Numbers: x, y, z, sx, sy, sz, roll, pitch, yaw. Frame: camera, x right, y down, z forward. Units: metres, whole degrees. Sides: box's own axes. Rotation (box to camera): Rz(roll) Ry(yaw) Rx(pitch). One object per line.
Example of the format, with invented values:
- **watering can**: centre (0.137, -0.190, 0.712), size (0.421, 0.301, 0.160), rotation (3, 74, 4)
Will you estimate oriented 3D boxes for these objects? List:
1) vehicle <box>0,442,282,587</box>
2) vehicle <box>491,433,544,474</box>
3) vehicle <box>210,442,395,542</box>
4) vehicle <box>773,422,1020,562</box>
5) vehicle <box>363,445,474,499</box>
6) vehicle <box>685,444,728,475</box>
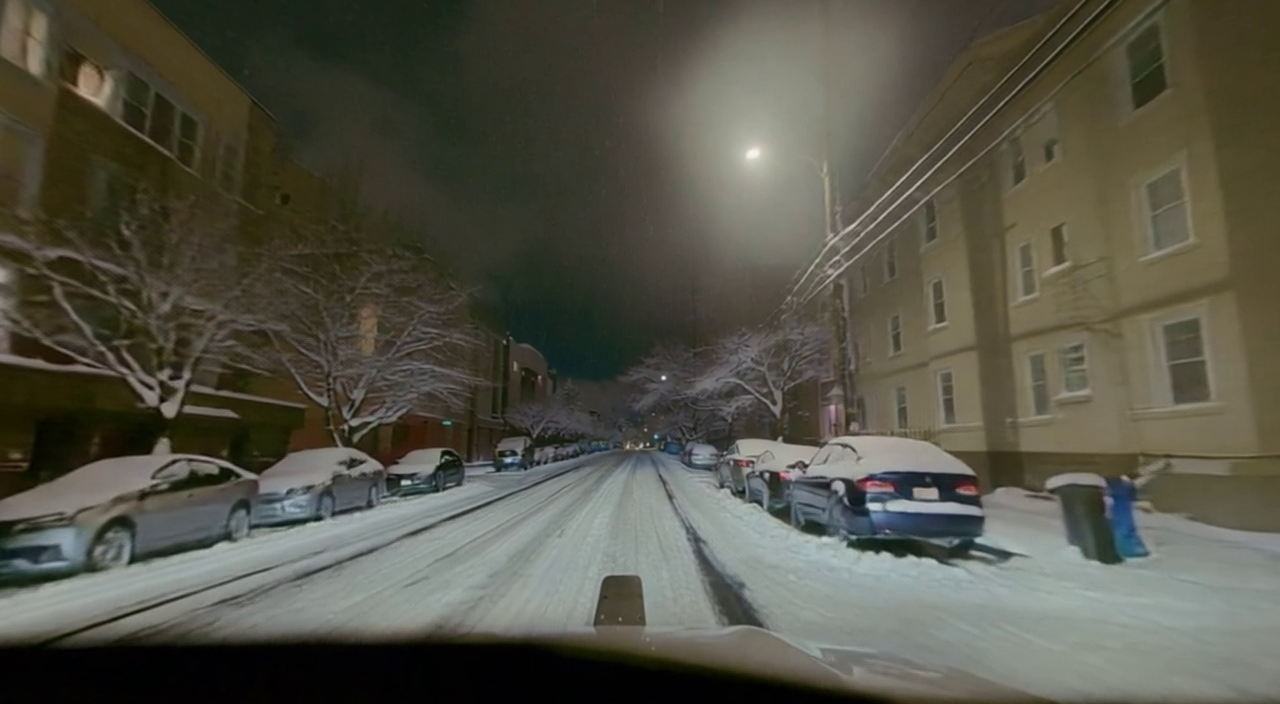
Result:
- **vehicle**: centre (-7.810, 2.311, 9.730), size (1.917, 1.618, 4.825), rotation (-2, -10, -2)
- **vehicle**: centre (-7.694, 6.404, 40.295), size (2.351, 2.251, 5.856), rotation (-2, -8, -2)
- **vehicle**: centre (-7.663, 3.115, 14.961), size (1.981, 1.651, 4.683), rotation (-5, -6, -3)
- **vehicle**: centre (3.640, 2.069, 10.124), size (2.095, 1.694, 4.592), rotation (0, -9, 1)
- **vehicle**: centre (-7.523, 4.069, 22.028), size (2.145, 1.488, 4.646), rotation (-3, -7, 1)
- **vehicle**: centre (3.684, 6.025, 35.746), size (1.925, 1.634, 4.419), rotation (0, -8, 0)
